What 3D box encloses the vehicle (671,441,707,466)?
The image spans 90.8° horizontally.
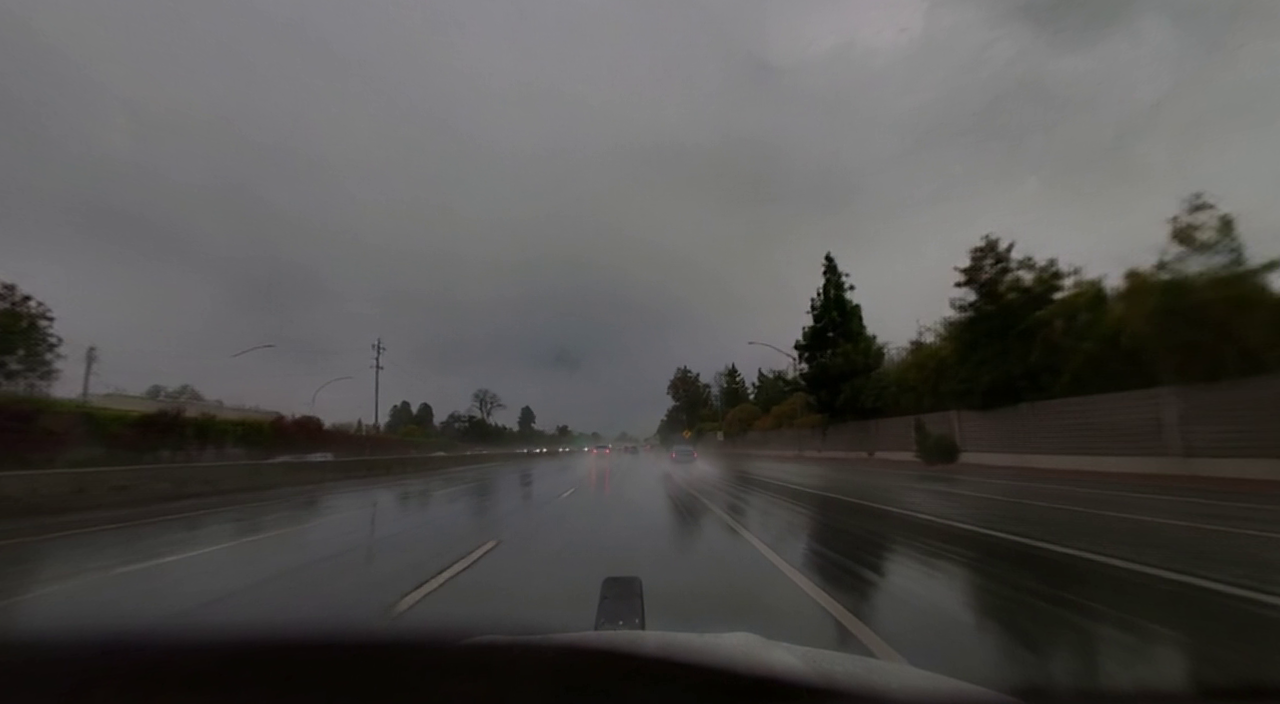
[{"bbox_3d":[3.391,7.210,44.874,2.130,1.677,4.317,0,-9,-1],"label":"vehicle"}]
